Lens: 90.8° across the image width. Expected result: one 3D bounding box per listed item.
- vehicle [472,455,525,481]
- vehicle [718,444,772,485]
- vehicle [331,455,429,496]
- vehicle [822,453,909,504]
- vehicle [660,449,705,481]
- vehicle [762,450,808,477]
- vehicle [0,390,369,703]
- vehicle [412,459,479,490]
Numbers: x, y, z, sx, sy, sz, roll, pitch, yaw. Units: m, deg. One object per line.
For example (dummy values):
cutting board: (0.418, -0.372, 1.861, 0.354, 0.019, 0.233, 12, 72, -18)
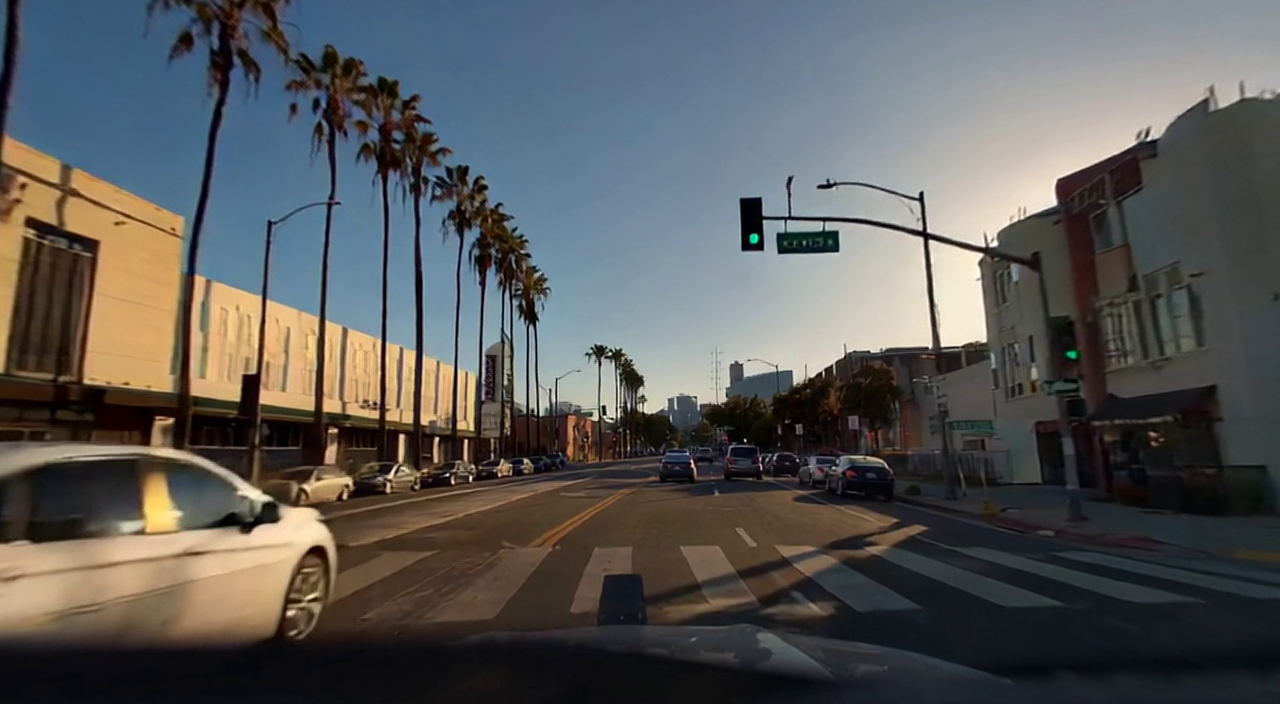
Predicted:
vehicle: (-9.387, 7.798, 42.234, 2.188, 1.490, 4.511, -4, -12, 5)
vehicle: (4.742, 5.144, 29.103, 2.003, 1.702, 4.288, -1, -9, 4)
vehicle: (-11.070, 5.414, 27.363, 1.933, 1.502, 4.649, -4, -13, 5)
vehicle: (7.708, 4.322, 22.057, 1.914, 1.560, 4.278, -1, -9, 7)
vehicle: (2.126, 5.556, 31.359, 2.088, 1.452, 3.993, -1, -9, 4)
vehicle: (9.500, 7.343, 41.752, 2.174, 1.643, 4.860, -1, -9, 3)
vehicle: (-3.349, 0.952, 2.296, 2.204, 1.584, 4.921, -1, -9, 5)
vehicle: (-10.368, 6.533, 34.001, 1.949, 1.470, 4.532, -1, -9, 3)
